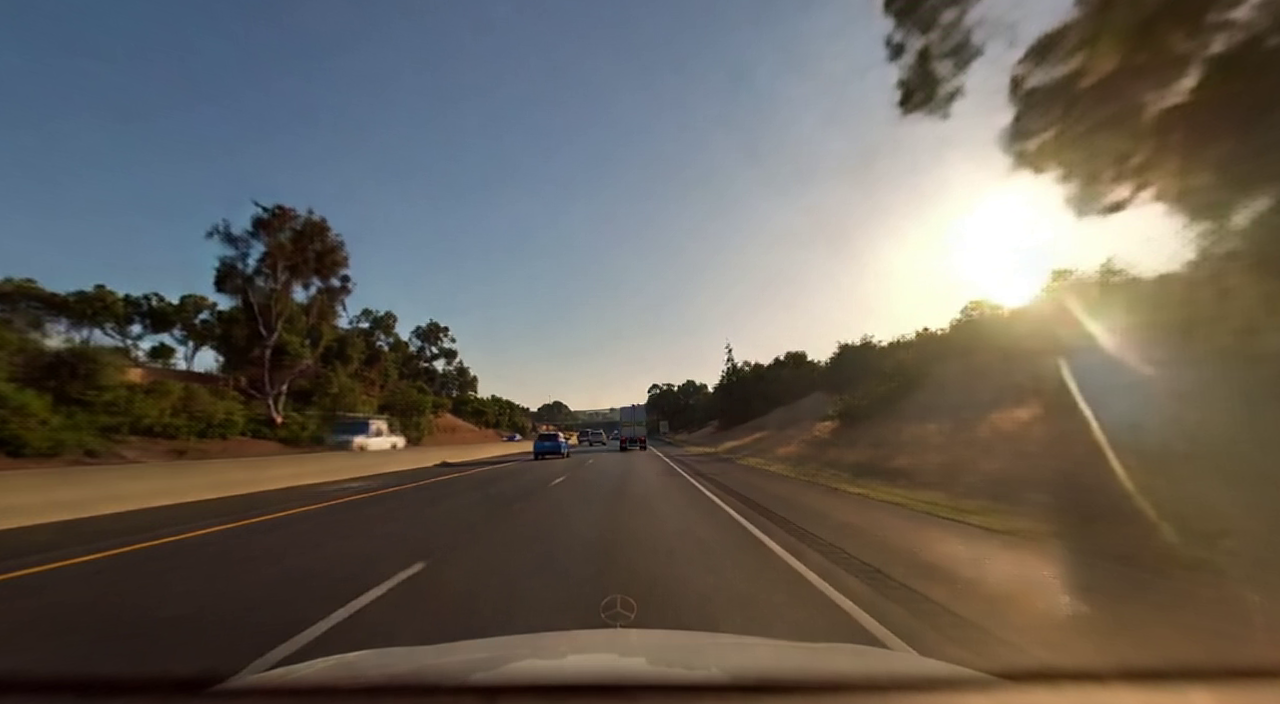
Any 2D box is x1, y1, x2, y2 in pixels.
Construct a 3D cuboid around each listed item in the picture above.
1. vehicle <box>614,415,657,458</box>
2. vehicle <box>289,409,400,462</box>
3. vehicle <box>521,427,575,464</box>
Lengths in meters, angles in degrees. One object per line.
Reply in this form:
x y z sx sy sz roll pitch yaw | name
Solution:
-0.324 5.343 39.891 2.526 2.531 5.026 0 -8 -1 | vehicle
-13.282 3.822 28.856 2.346 2.195 5.536 0 -8 0 | vehicle
-4.568 4.686 31.864 2.049 1.726 4.291 0 -8 0 | vehicle
